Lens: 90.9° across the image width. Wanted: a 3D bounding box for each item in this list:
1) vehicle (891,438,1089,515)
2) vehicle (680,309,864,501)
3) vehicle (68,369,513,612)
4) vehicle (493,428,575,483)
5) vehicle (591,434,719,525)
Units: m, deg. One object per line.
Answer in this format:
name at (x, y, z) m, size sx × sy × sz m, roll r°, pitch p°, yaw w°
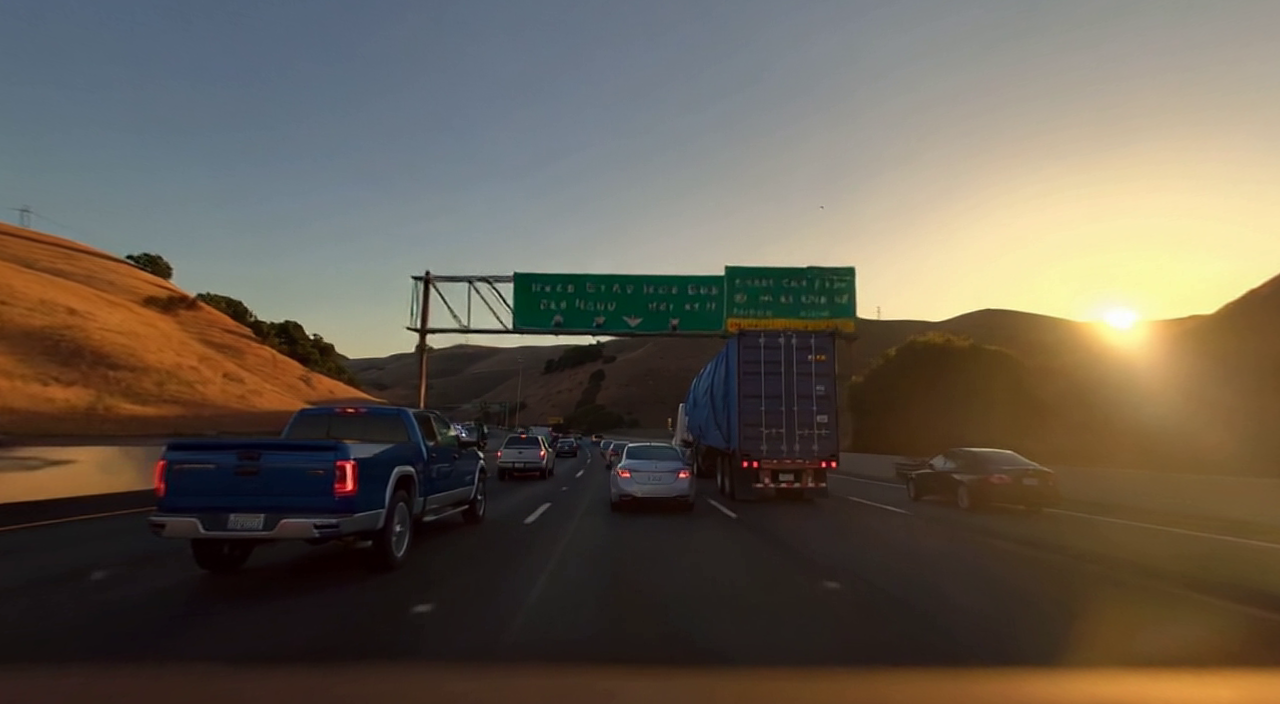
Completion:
vehicle at (7.760, 2.768, 14.595) m, size 2.092 × 1.495 × 4.194 m, roll 0°, pitch -8°, yaw -2°
vehicle at (3.148, 1.878, 18.945) m, size 2.759 × 4.098 × 10.906 m, roll 0°, pitch -8°, yaw -2°
vehicle at (-3.289, 1.466, 7.705) m, size 2.318 × 1.902 × 5.374 m, roll 0°, pitch -8°, yaw 0°
vehicle at (-3.787, 3.801, 23.557) m, size 2.348 × 1.821 × 5.061 m, roll 0°, pitch -8°, yaw -2°
vehicle at (0.186, 2.385, 12.430) m, size 2.105 × 1.471 × 3.978 m, roll 0°, pitch -8°, yaw -2°
